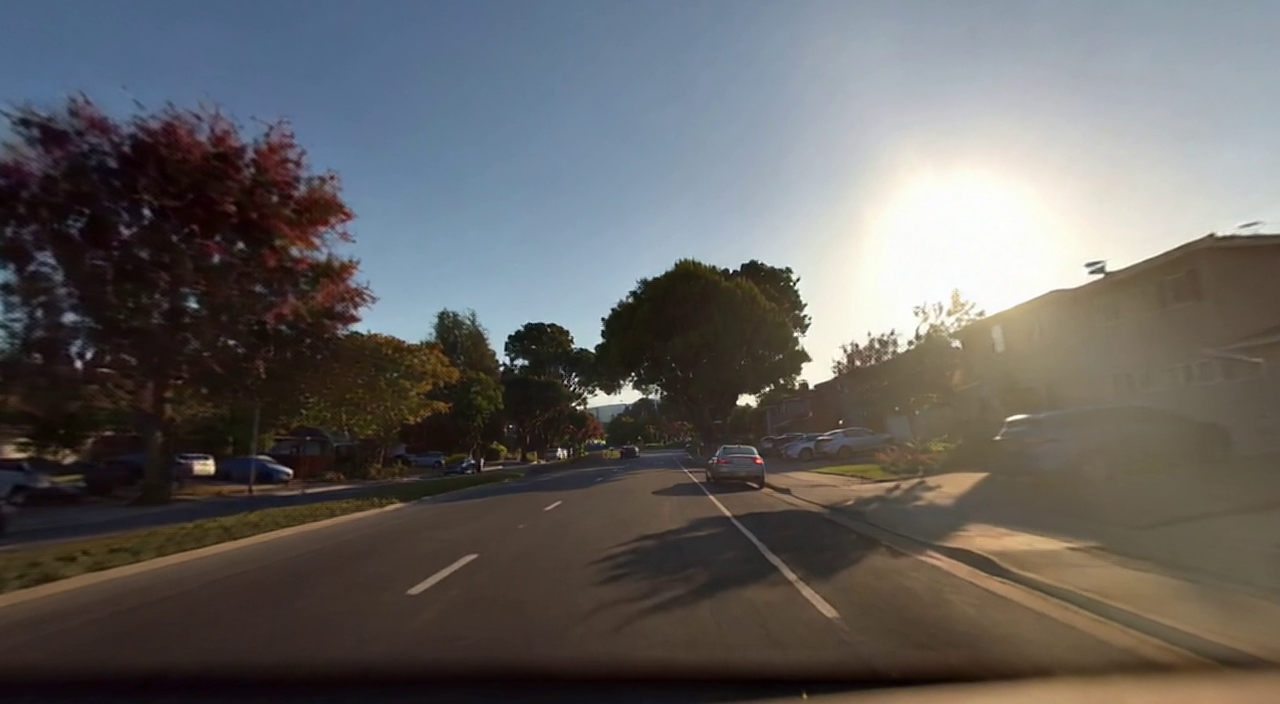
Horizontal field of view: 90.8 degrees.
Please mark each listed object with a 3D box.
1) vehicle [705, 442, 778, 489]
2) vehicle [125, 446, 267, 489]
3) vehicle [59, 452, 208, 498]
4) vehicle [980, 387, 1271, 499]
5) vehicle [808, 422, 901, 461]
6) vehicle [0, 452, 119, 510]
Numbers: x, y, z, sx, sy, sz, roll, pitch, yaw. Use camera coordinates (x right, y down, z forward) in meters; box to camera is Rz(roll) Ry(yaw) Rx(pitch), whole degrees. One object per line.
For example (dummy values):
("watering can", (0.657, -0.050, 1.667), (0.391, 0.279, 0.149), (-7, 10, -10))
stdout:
("vehicle", (3.429, 3.915, 22.155), (2.016, 1.477, 4.207), (0, -8, 2))
("vehicle", (-21.117, 5.503, 30.241), (4.912, 1.936, 2.355), (0, -8, -2))
("vehicle", (-20.666, 5.007, 25.882), (4.505, 1.501, 1.953), (2, -9, 6))
("vehicle", (10.026, 1.881, 13.308), (4.463, 1.765, 1.960), (-5, -8, -5))
("vehicle", (11.445, 4.752, 33.638), (4.591, 1.867, 2.057), (3, -11, -30))
("vehicle", (-20.945, 4.264, 21.173), (4.910, 1.660, 2.264), (1, -9, 3))
